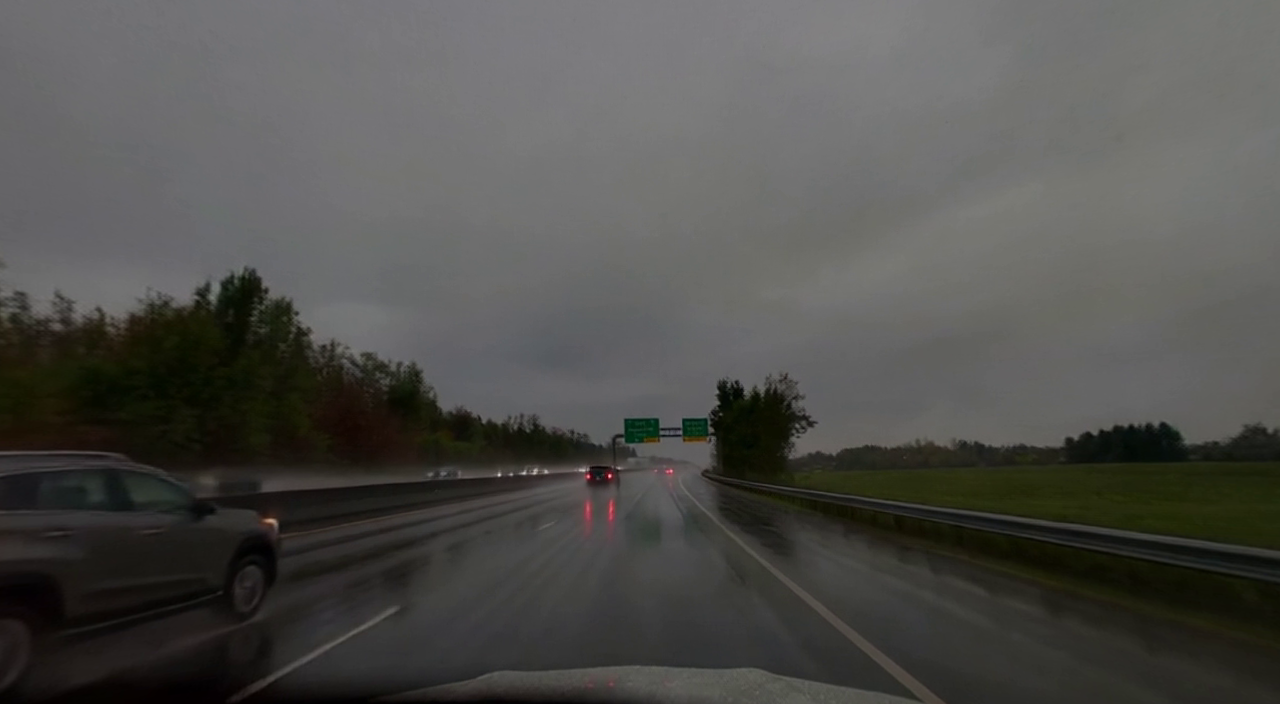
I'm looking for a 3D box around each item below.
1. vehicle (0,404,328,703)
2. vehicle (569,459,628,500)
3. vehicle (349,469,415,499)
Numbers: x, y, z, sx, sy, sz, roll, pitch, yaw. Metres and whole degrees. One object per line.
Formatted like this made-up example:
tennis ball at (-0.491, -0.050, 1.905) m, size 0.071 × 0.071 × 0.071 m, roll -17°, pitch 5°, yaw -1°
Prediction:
vehicle at (-4.094, 1.135, 3.651) m, size 2.063 × 1.556 × 4.740 m, roll 1°, pitch -10°, yaw 1°
vehicle at (-1.706, 5.551, 27.551) m, size 2.000 × 1.594 × 3.996 m, roll 0°, pitch -10°, yaw 4°
vehicle at (-13.873, 7.112, 34.146) m, size 1.793 × 1.426 × 3.955 m, roll 1°, pitch -10°, yaw 2°
